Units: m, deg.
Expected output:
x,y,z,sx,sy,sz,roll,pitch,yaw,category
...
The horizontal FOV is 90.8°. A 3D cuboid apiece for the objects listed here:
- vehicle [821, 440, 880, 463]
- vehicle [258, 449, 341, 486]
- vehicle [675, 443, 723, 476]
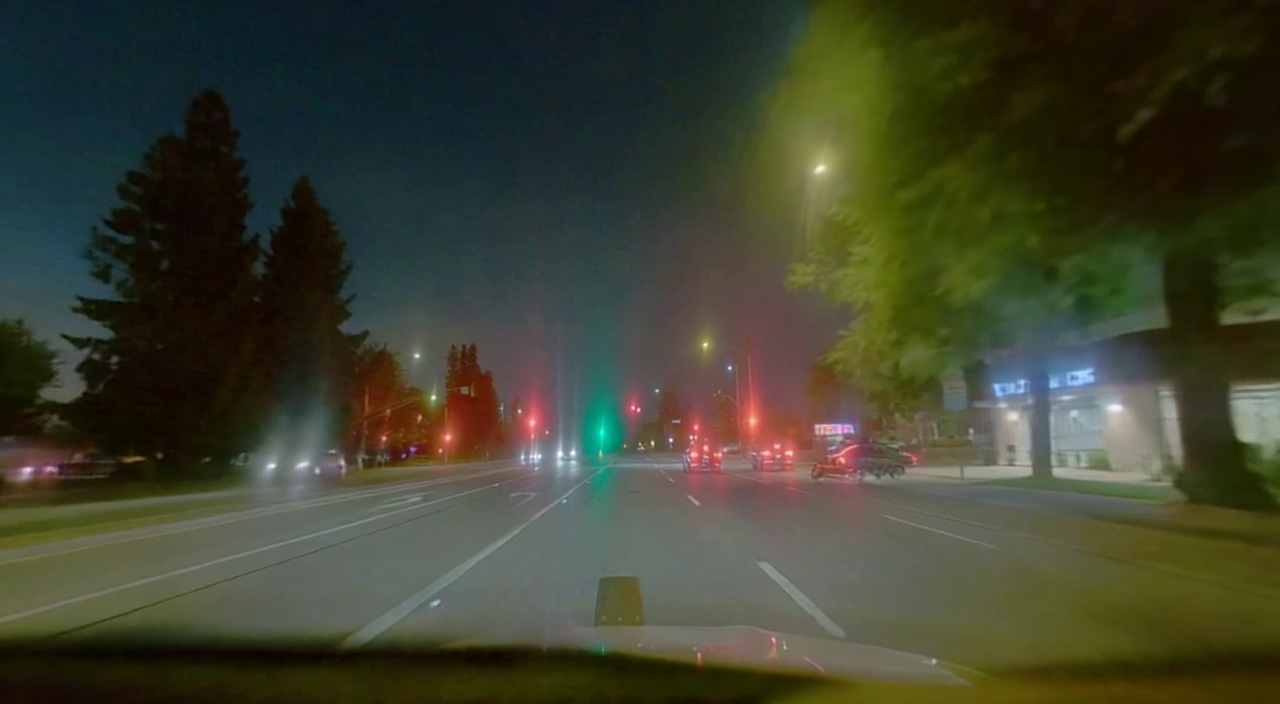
x,y,z,sx,sy,sz,roll,pitch,yaw,category
14.674,6.924,44.041,3.552,1.484,1.883,5,-10,-29,vehicle
-18.703,6.328,34.984,2.026,1.885,4.539,0,-9,0,vehicle
2.998,5.542,32.787,1.961,1.580,4.020,0,-9,-2,vehicle
